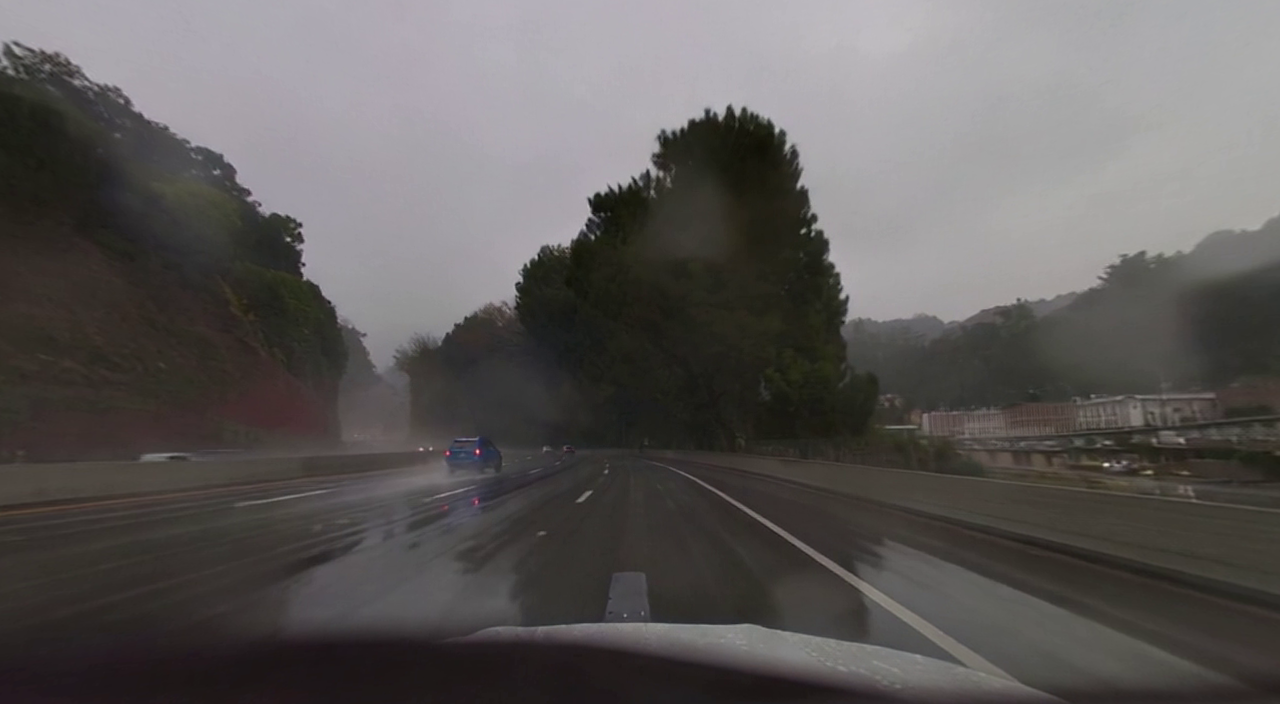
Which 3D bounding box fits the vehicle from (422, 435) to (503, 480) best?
[{"bbox_3d":[-7.287,4.394,26.475,2.046,1.712,4.533,0,-8,0],"label":"vehicle"}]
